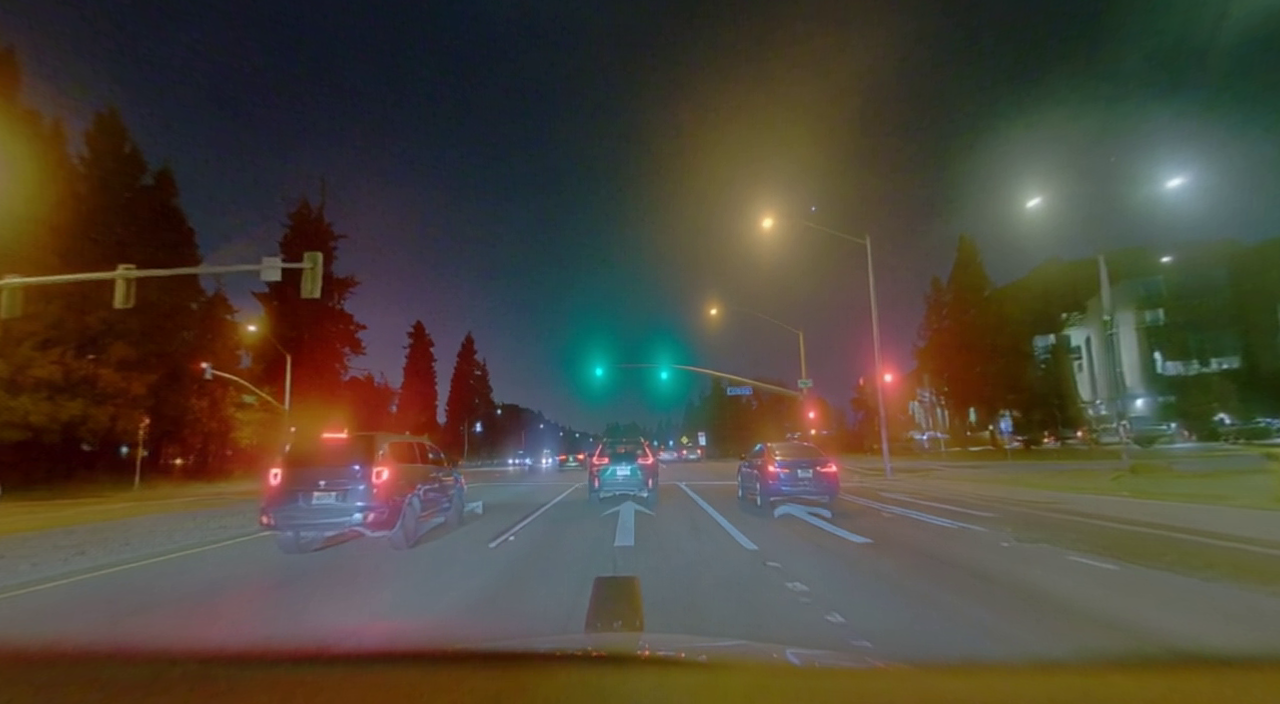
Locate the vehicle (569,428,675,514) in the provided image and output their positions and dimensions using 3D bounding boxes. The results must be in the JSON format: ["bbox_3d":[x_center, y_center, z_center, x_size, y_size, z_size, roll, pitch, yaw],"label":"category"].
[{"bbox_3d":[-0.381,2.735,15.024,2.150,1.725,4.096,0,-8,0],"label":"vehicle"}]

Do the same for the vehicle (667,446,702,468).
[{"bbox_3d":[3.219,7.698,46.603,2.171,1.469,4.420,0,-8,-1],"label":"vehicle"}]

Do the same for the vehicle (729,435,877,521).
[{"bbox_3d":[3.320,2.637,13.773,2.068,1.541,4.041,0,-8,-1],"label":"vehicle"}]

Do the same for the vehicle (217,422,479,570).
[{"bbox_3d":[-3.756,1.894,9.081,1.823,1.602,4.061,0,-8,0],"label":"vehicle"}]
